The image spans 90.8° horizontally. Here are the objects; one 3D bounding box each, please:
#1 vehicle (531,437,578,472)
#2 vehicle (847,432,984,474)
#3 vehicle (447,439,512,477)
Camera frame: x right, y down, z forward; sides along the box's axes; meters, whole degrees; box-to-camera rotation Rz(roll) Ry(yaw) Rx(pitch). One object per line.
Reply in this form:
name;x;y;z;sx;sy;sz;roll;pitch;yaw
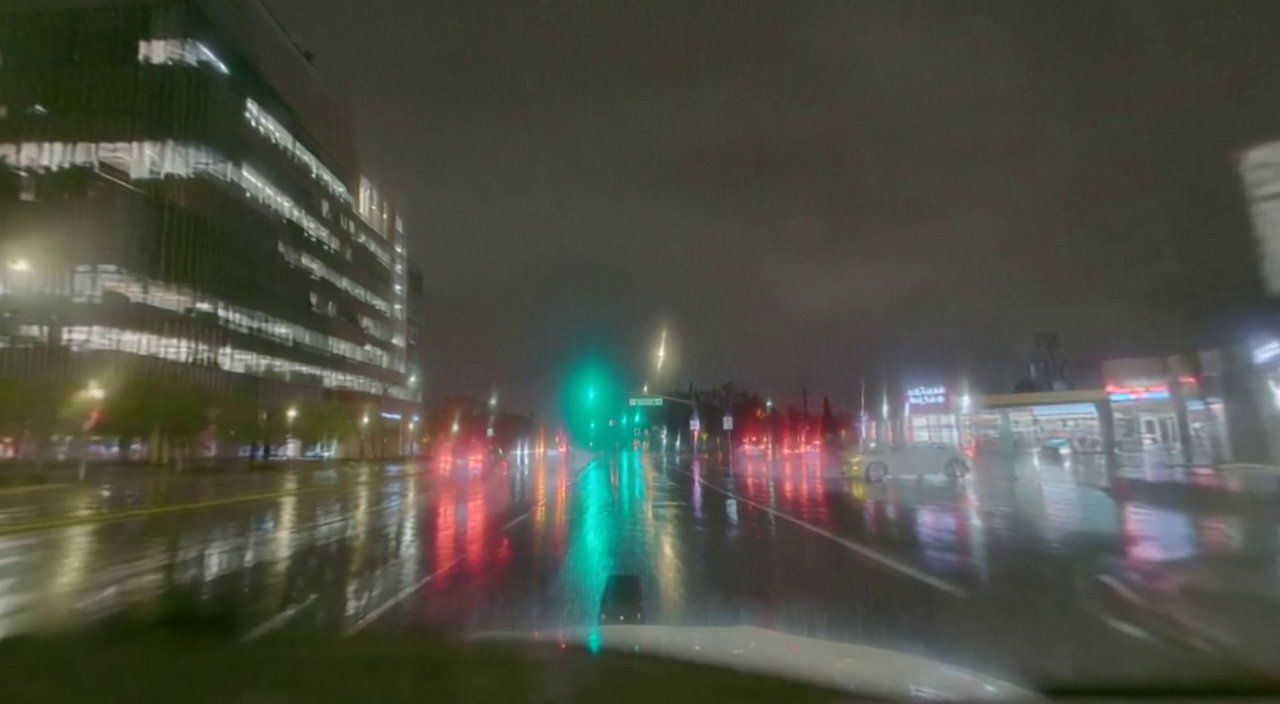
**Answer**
vehicle;-4.574;5.572;34.470;2.052;1.729;4.195;0;-8;-1
vehicle;10.759;4.006;24.989;4.513;1.541;1.948;-1;-9;5
vehicle;-7.467;4.966;29.833;1.909;1.605;4.561;0;-8;-1
